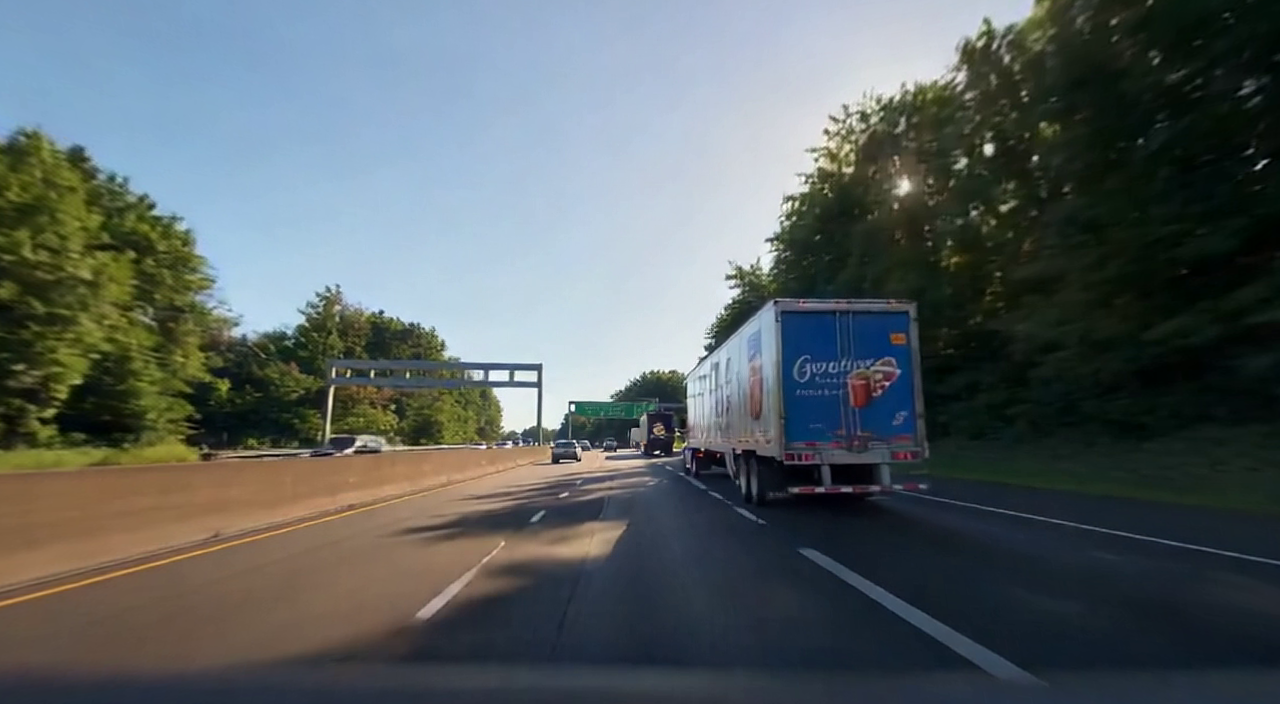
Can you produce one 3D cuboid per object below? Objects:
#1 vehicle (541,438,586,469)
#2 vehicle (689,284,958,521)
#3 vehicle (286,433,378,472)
[{"bbox_3d":[-4.352,5.809,36.293,2.206,1.644,4.027,0,-8,-2],"label":"vehicle"},{"bbox_3d":[3.605,1.740,17.273,2.948,4.045,13.051,0,-8,-2],"label":"vehicle"},{"bbox_3d":[-12.381,4.052,25.560,1.908,1.442,3.757,0,-8,-2],"label":"vehicle"}]
